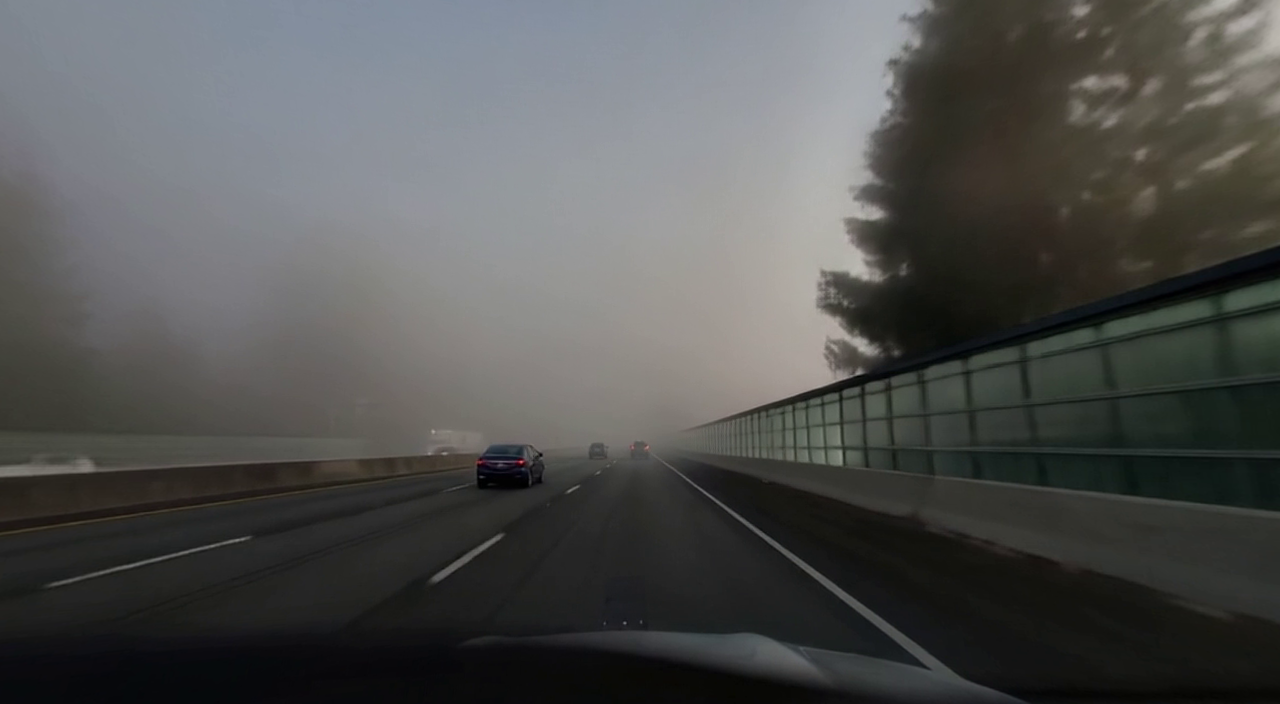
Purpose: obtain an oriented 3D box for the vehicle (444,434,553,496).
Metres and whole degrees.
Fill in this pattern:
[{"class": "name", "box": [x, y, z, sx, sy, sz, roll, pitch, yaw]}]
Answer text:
[{"class": "vehicle", "box": [-3.852, 3.150, 17.942, 2.059, 1.541, 4.296, 0, -8, 1]}]
